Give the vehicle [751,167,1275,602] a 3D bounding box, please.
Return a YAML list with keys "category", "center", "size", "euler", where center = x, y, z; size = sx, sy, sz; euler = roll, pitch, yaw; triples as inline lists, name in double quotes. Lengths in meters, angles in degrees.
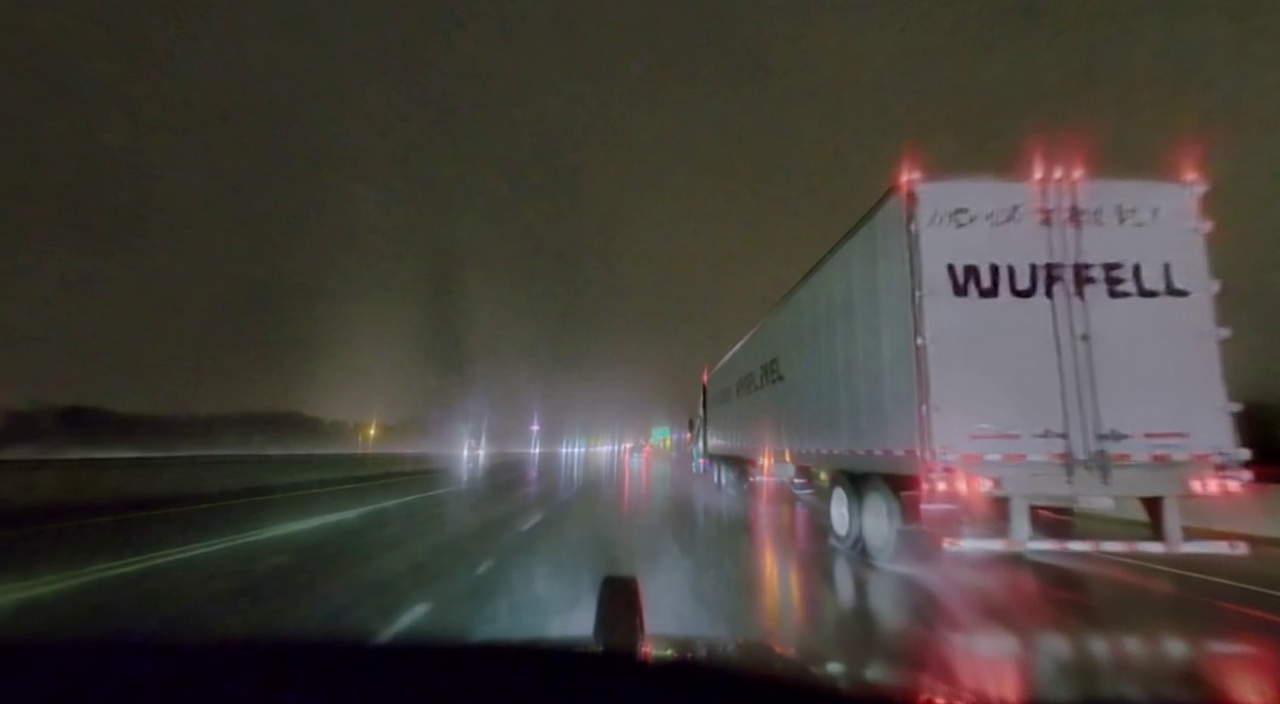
- category: "vehicle"
  center: [4.068, 0.856, 10.031]
  size: [2.869, 4.013, 8.610]
  euler: [0, -9, -1]
